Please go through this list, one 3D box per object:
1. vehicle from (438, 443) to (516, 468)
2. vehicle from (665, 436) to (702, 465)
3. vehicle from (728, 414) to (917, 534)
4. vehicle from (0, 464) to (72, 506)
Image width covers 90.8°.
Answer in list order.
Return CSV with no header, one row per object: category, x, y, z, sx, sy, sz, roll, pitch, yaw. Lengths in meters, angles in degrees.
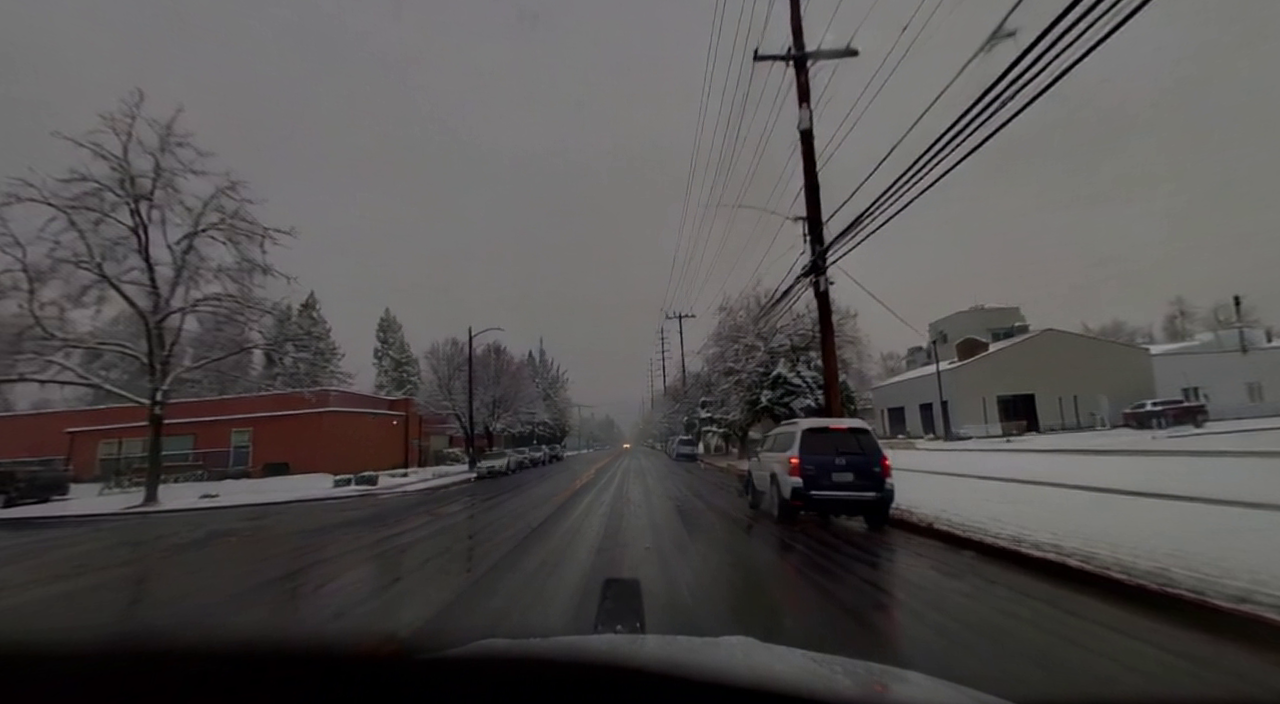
vehicle,-12.428,7.898,48.412,5.330,1.805,2.170,0,-9,-1
vehicle,2.979,6.853,43.990,2.120,1.869,4.773,0,-9,-2
vehicle,3.180,2.276,12.419,2.138,1.820,5.218,0,-9,0
vehicle,-25.789,5.408,25.450,1.803,1.469,4.240,-3,-7,1
